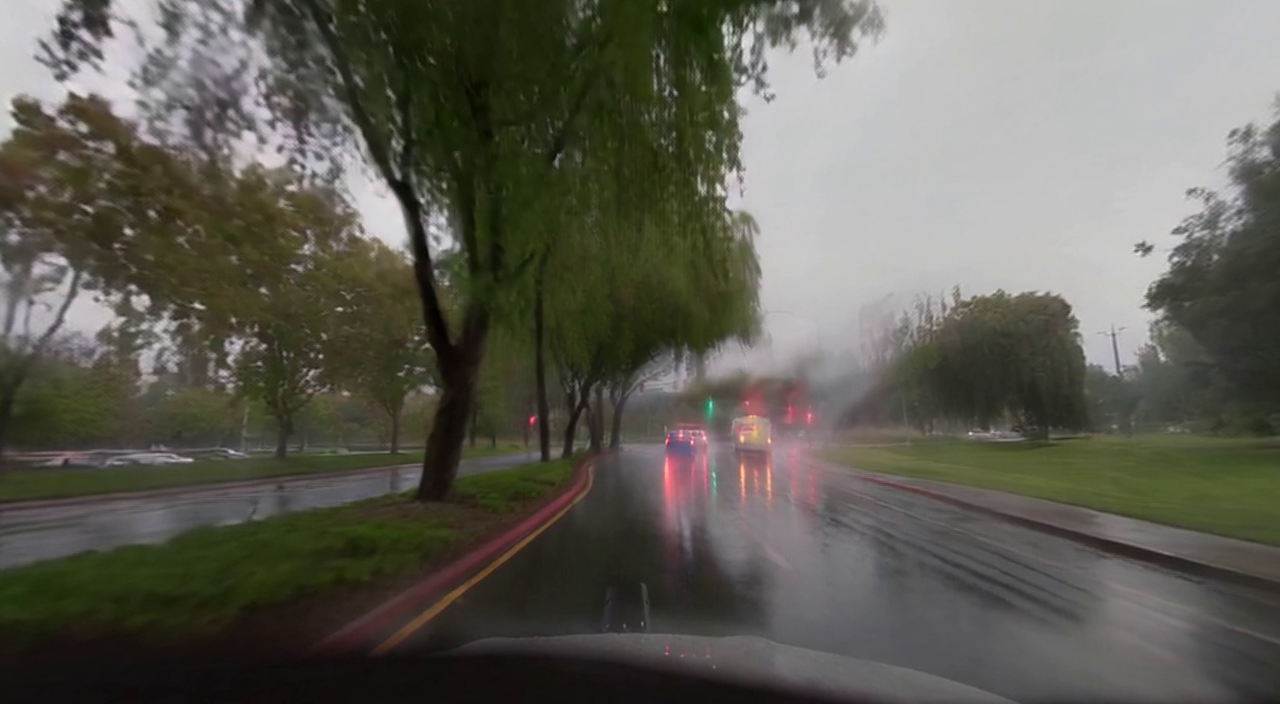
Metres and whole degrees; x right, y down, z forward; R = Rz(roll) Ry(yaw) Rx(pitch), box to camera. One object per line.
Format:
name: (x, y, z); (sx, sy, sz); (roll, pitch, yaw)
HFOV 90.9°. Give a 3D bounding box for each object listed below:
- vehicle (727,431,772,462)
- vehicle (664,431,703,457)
vehicle: (5.670, 4.920, 33.037); (1.989, 1.497, 4.436); (-1, -8, 6)
vehicle: (2.756, 5.714, 39.281); (2.066, 1.482, 4.273); (-1, -8, 8)
